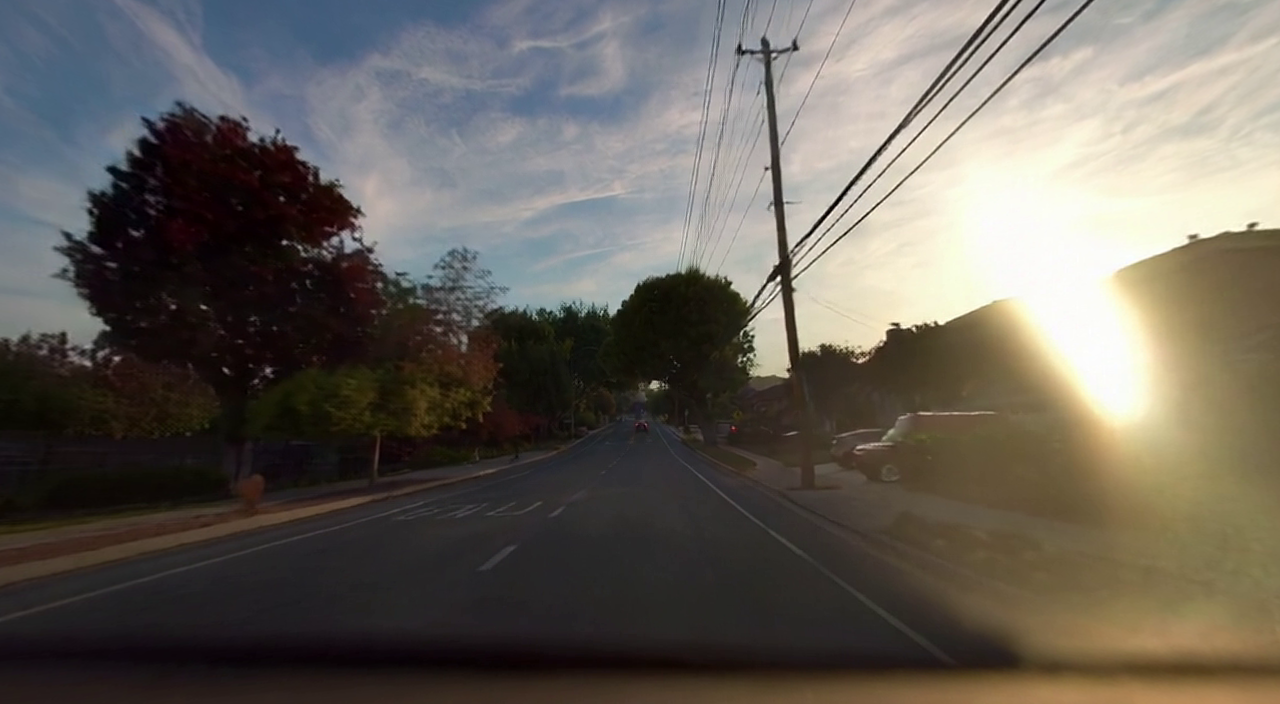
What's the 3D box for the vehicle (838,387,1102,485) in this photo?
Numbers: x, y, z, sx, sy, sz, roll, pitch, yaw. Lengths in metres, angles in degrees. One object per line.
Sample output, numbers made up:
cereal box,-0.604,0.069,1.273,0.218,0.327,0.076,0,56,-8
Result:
vehicle,9.249,2.420,18.158,6.133,2.254,2.383,-3,-8,-2
